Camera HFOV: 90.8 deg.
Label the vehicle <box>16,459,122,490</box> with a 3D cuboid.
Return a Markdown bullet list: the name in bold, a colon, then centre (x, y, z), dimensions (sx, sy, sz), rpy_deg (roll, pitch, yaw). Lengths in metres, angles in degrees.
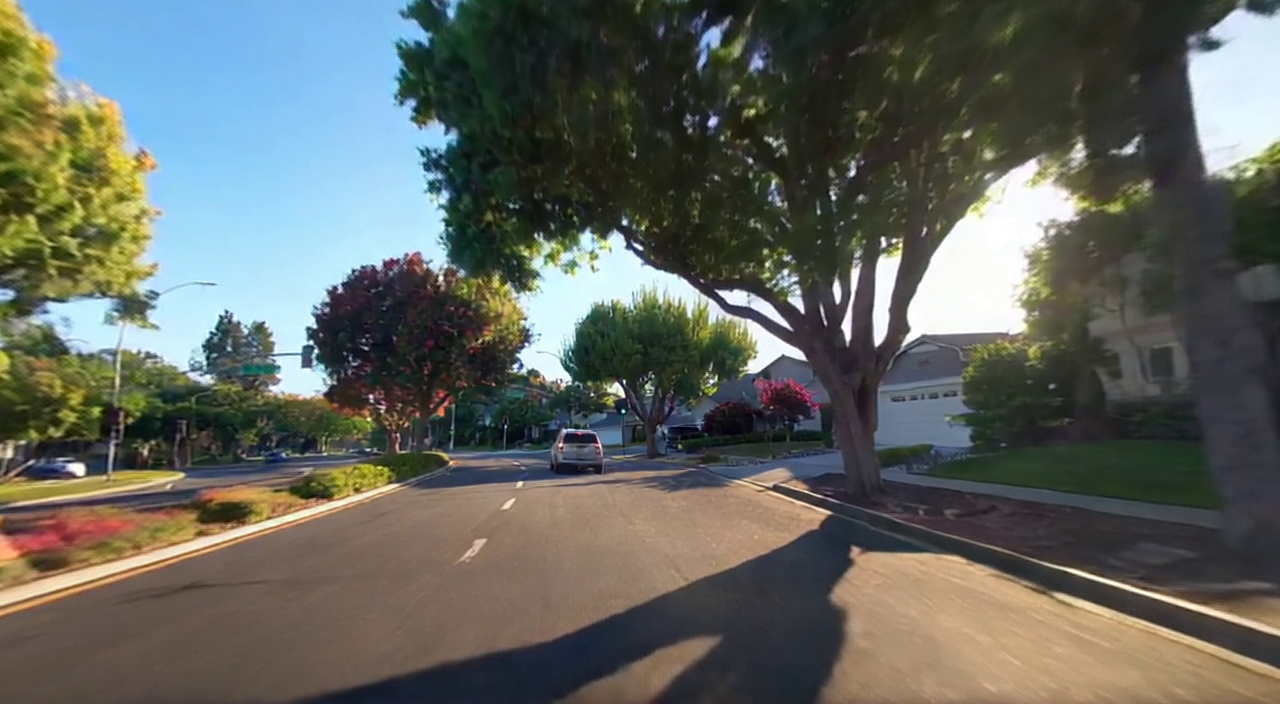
- **vehicle**: centre (-34.561, 7.405, 38.377), dimensions (4.271, 1.640, 2.033), rpy_deg (3, -9, -27)

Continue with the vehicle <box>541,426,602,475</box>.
- **vehicle**: centre (-2.735, 3.807, 24.533), dimensions (1.990, 1.707, 4.225), rpy_deg (1, -8, -11)
